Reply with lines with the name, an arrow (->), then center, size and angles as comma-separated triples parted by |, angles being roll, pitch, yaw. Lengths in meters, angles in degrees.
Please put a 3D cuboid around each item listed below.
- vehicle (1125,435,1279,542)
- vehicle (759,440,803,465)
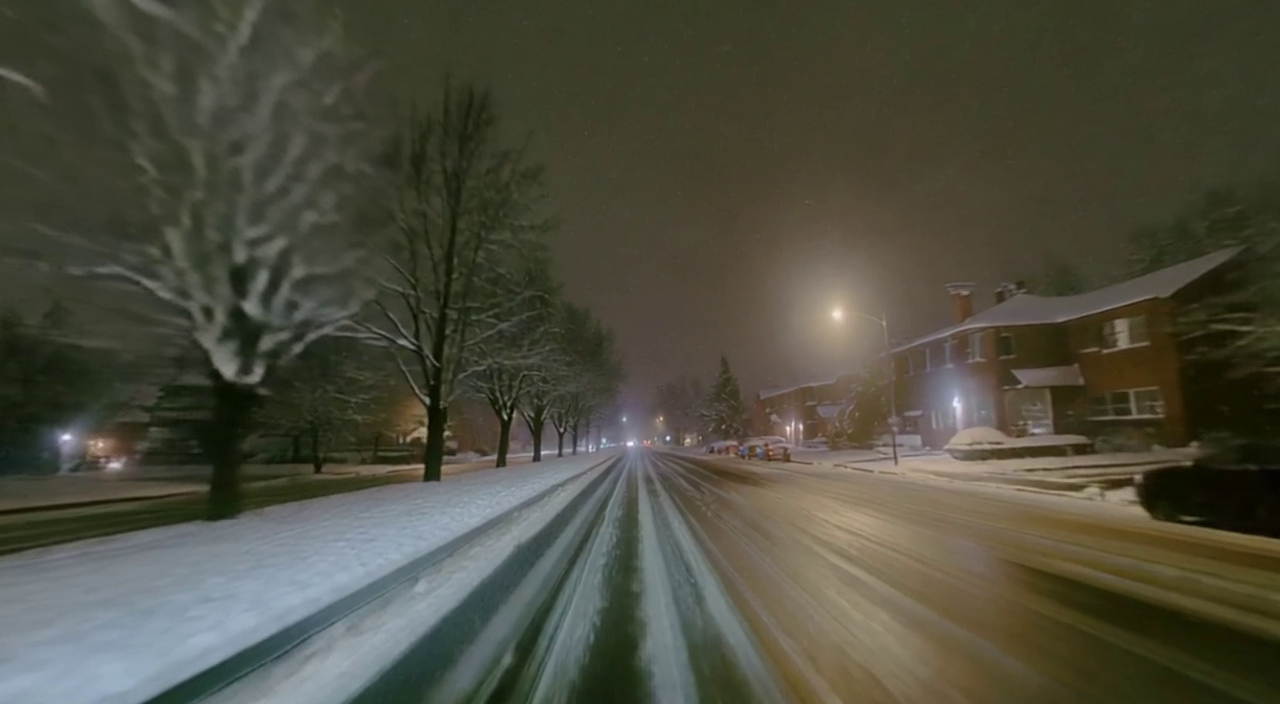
vehicle -> 9.938, 1.952, 9.136 | 1.996, 1.488, 4.810 | 0, -9, 0
vehicle -> 9.896, 7.087, 44.814 | 1.984, 1.672, 4.262 | 0, -9, -2
